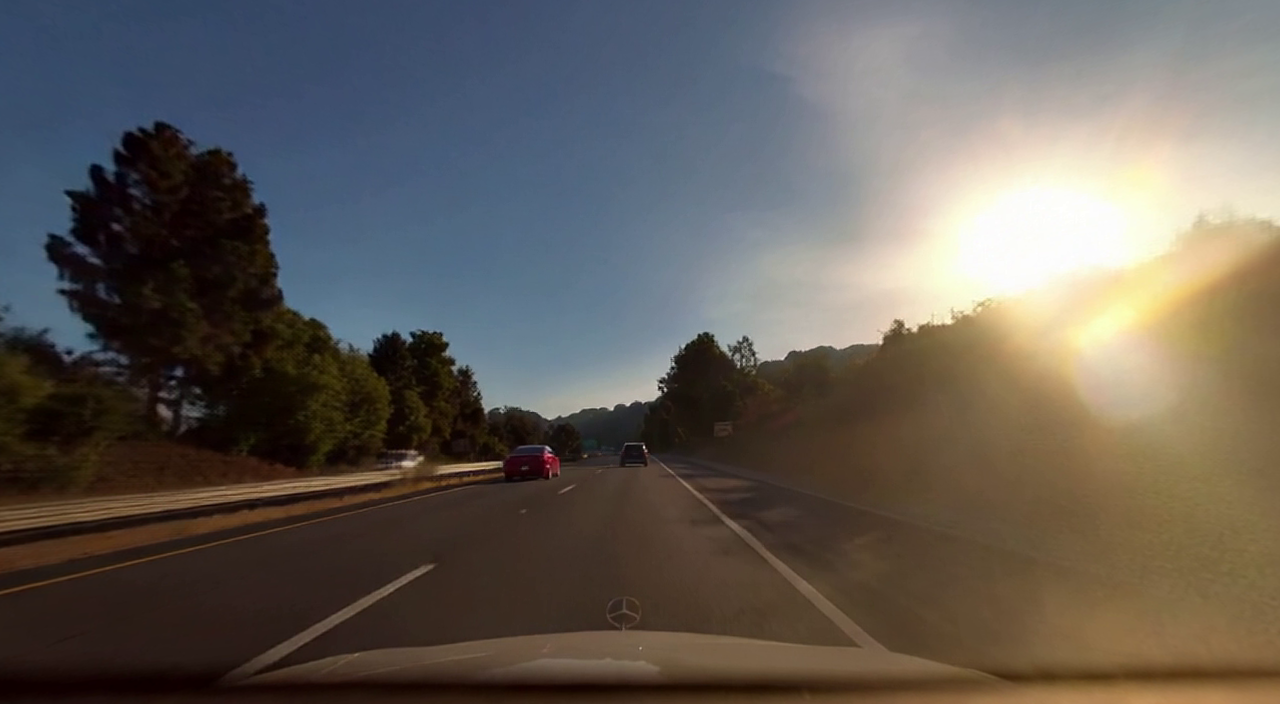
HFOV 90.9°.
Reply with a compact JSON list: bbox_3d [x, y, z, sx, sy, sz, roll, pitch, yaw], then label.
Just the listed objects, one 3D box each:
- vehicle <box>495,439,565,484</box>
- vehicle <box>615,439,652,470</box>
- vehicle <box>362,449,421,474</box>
[{"bbox_3d":[-4.450,4.506,26.167,2.113,1.656,4.215,0,-9,1],"label":"vehicle"},{"bbox_3d":[-0.379,6.204,38.253,2.126,1.786,3.958,0,-9,0],"label":"vehicle"},{"bbox_3d":[-17.362,7.677,44.336,2.029,1.663,4.989,0,-9,1],"label":"vehicle"}]
